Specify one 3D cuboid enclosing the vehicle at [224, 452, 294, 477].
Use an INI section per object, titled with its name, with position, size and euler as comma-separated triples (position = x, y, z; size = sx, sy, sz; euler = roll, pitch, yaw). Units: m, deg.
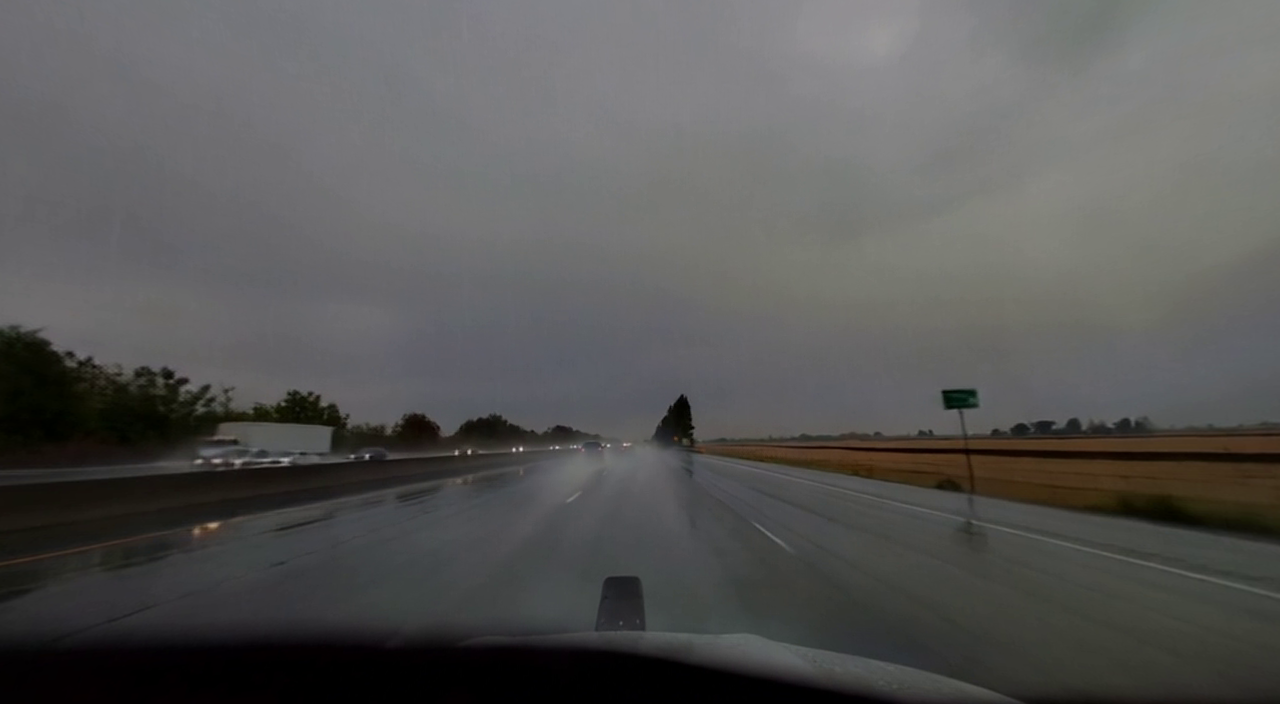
[vehicle]
position = -24.473, 7.188, 40.617
size = 1.791, 1.476, 4.286
euler = 0, -9, 1
